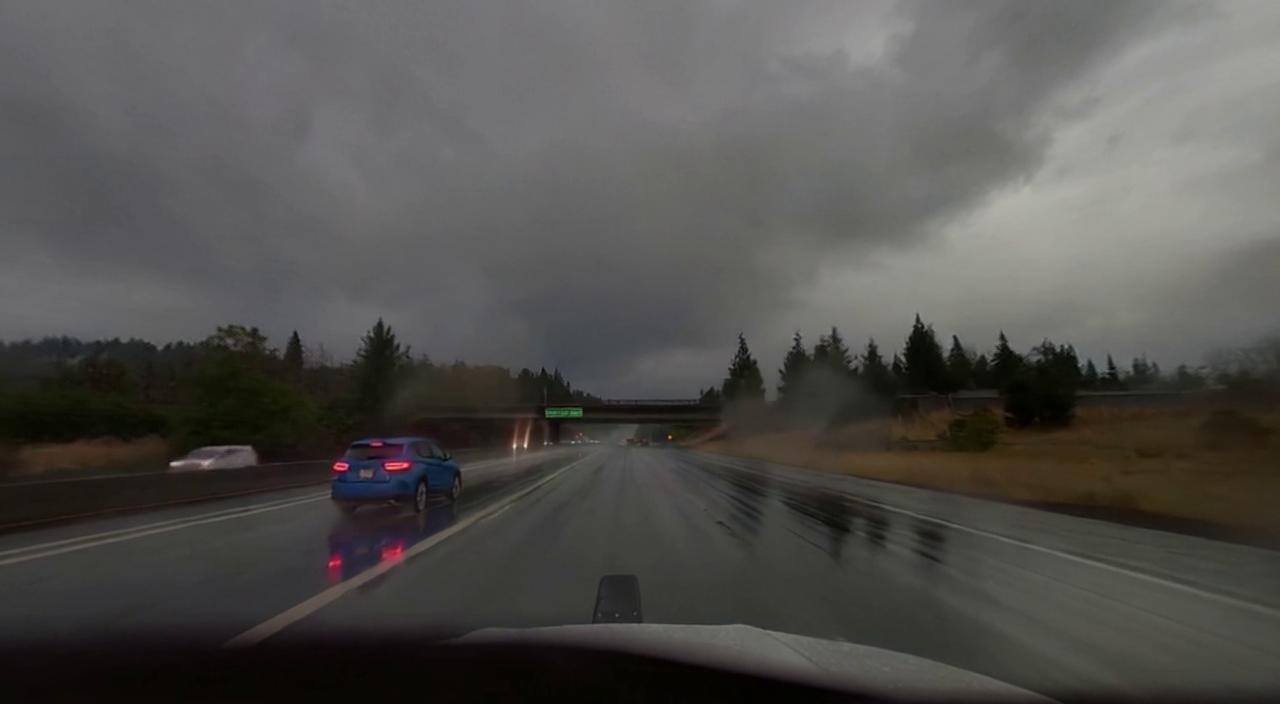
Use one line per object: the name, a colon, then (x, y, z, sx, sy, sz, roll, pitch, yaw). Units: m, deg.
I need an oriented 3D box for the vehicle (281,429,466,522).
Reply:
vehicle: (-4.898, 2.274, 12.254, 1.965, 1.513, 3.774, 0, -8, 0)

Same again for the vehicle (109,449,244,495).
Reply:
vehicle: (-17.565, 4.522, 24.214, 1.879, 1.468, 4.469, 0, -8, -1)
